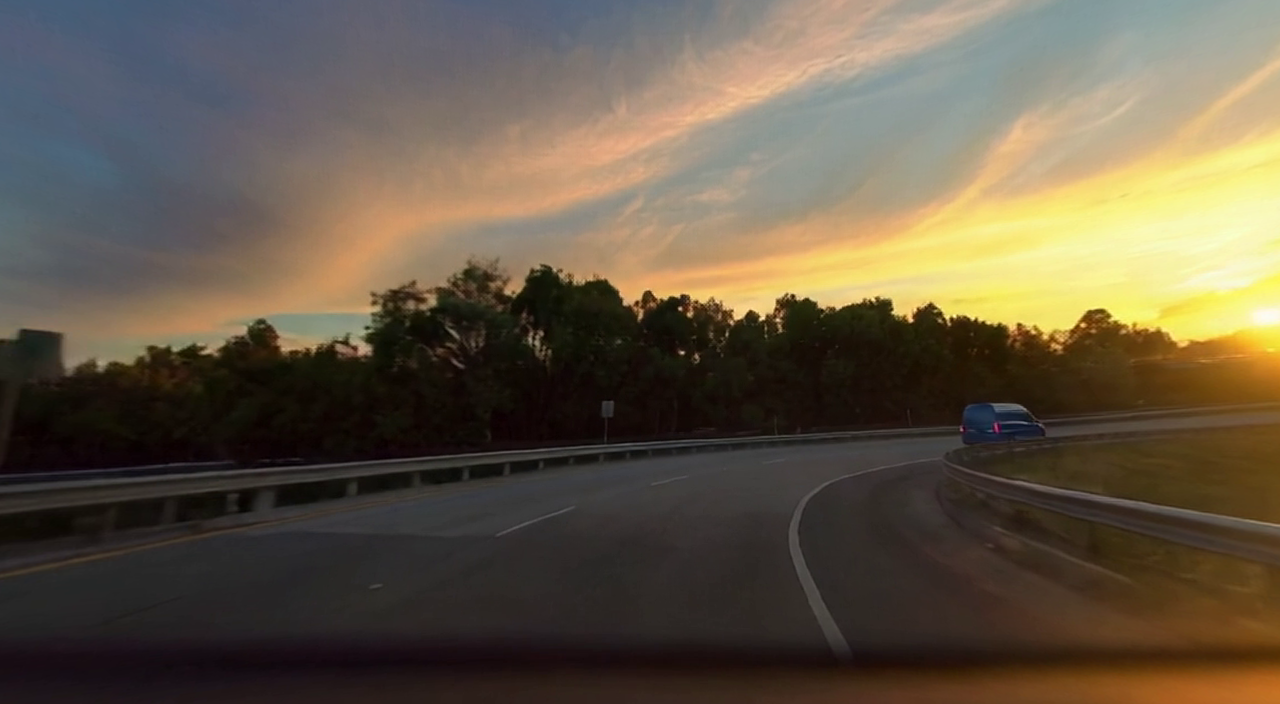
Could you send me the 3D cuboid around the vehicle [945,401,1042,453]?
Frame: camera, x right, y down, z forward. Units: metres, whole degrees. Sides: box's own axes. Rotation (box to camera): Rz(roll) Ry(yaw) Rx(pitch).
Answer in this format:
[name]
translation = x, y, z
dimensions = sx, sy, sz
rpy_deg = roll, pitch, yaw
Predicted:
[vehicle]
translation = 19.043, 4.085, 33.876
dimensions = 5.330, 2.577, 2.352
rpy_deg = 6, -10, -35
